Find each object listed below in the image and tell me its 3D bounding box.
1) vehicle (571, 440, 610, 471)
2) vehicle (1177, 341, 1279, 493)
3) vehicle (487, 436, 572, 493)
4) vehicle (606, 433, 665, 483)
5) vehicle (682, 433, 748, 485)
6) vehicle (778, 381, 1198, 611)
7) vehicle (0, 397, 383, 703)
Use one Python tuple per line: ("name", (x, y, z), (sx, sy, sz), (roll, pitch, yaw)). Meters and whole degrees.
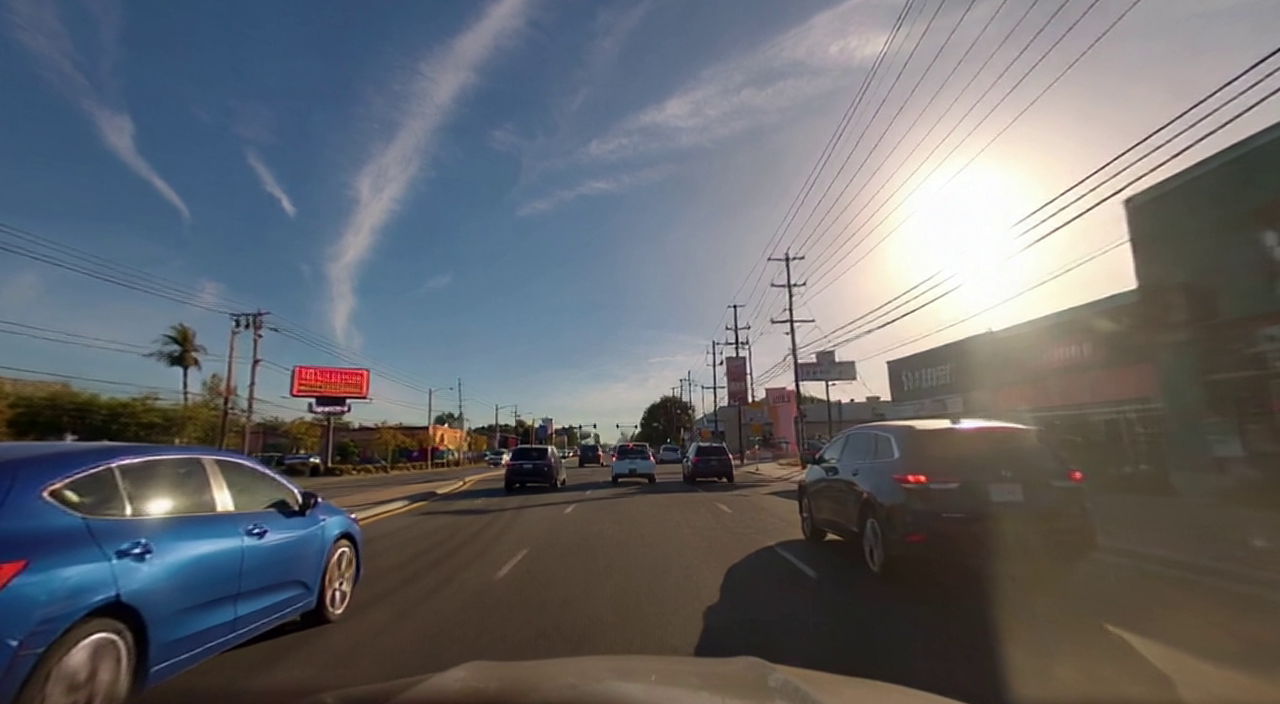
("vehicle", (-3.492, 7.410, 45.525), (2.405, 2.009, 5.909), (0, -8, -1))
("vehicle", (12.579, 1.062, 10.594), (2.477, 2.665, 5.203), (0, -8, 1))
("vehicle", (-3.493, 3.635, 20.717), (2.051, 1.671, 3.861), (0, -8, 0))
("vehicle", (-0.232, 4.490, 27.059), (2.326, 1.925, 4.253), (0, -8, -1))
("vehicle", (2.919, 4.276, 25.534), (2.026, 1.904, 4.102), (0, -8, -1))
("vehicle", (3.429, 1.548, 7.771), (2.282, 1.897, 4.915), (0, -8, -1))
("vehicle", (-3.232, 1.061, 3.175), (2.022, 1.498, 4.471), (0, -8, -1))
